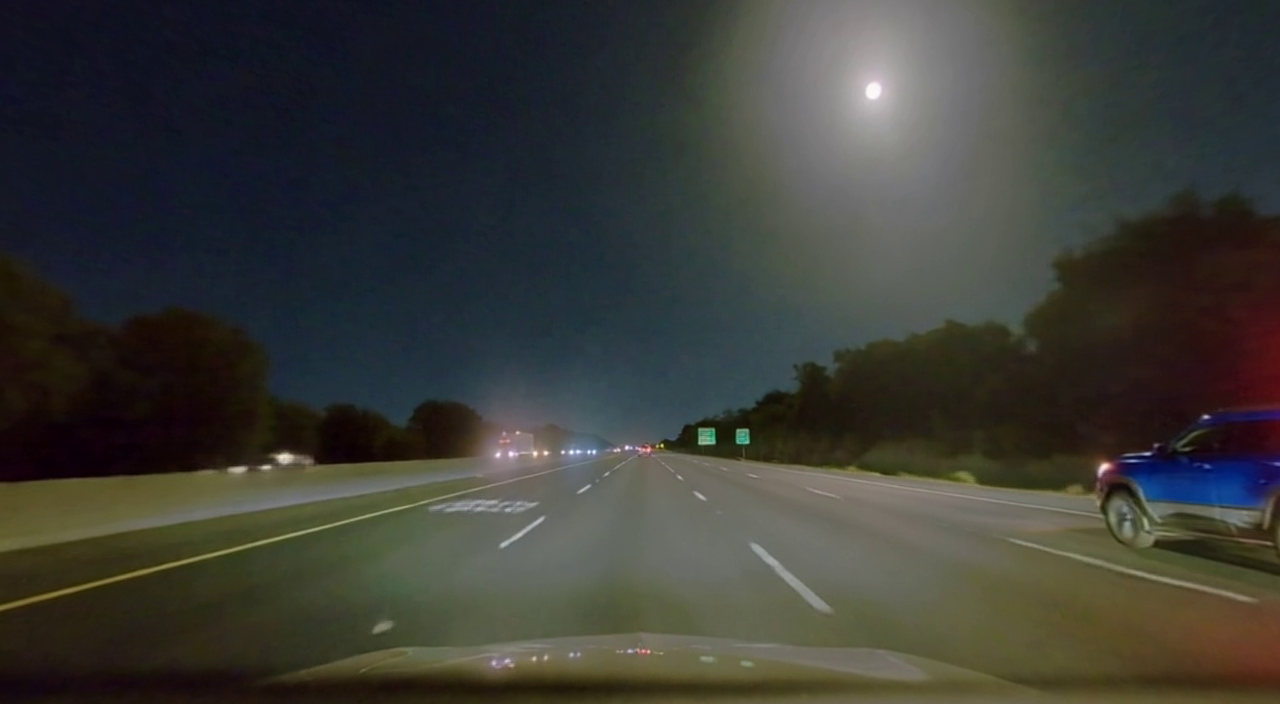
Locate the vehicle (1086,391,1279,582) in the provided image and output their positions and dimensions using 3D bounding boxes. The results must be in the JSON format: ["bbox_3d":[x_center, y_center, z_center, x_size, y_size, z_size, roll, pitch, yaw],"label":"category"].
[{"bbox_3d":[7.373,1.327,6.210,2.186,1.848,5.136,0,-9,0],"label":"vehicle"}]

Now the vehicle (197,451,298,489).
[{"bbox_3d":[-17.077,5.104,27.669,1.815,1.510,3.960,0,-9,1],"label":"vehicle"}]
